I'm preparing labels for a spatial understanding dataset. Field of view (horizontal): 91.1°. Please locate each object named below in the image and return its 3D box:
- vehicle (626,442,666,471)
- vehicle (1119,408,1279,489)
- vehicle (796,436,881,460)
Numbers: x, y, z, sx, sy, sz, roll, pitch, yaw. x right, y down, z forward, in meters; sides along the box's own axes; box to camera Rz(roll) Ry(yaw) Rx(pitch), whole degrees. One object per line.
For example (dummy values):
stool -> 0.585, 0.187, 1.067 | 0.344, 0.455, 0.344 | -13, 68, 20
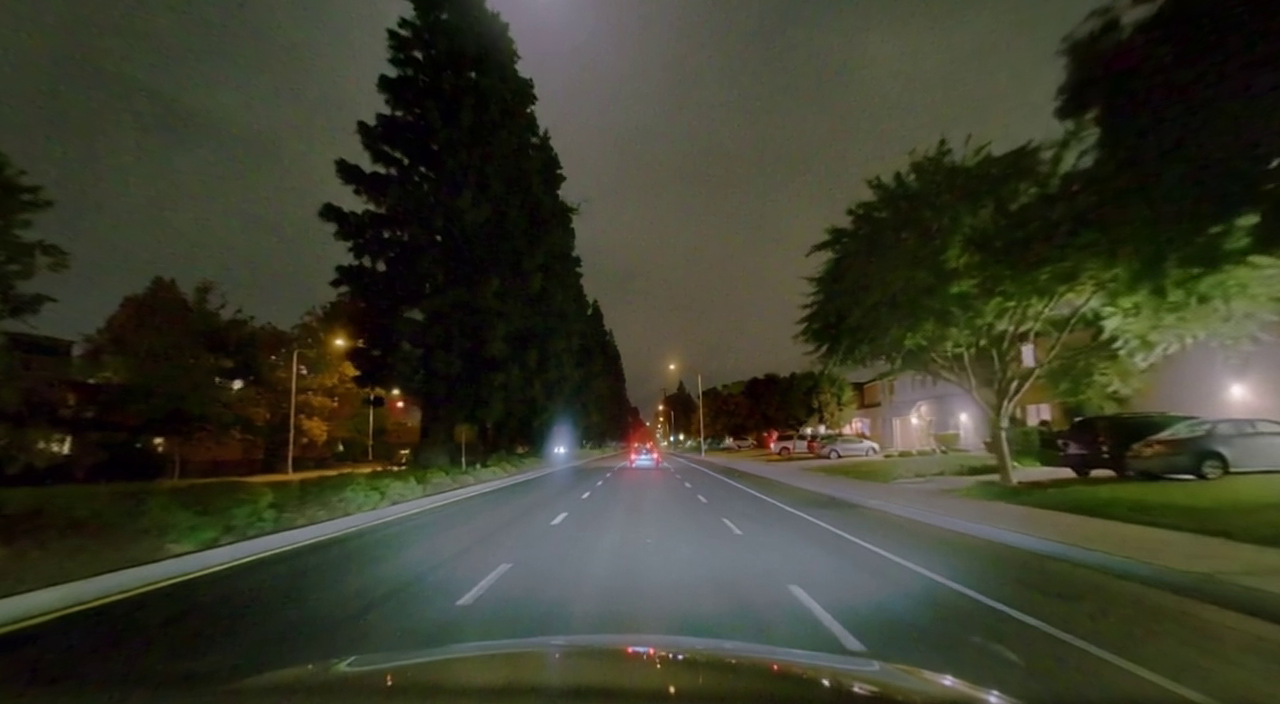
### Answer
vehicle -> 0.320, 5.704, 34.381 | 2.054, 1.456, 4.003 | 0, -9, 0
vehicle -> 13.476, 2.021, 13.633 | 4.447, 1.519, 1.955 | -2, -6, 1
vehicle -> 12.589, 6.112, 39.973 | 4.787, 1.494, 1.887 | 0, -9, 1
